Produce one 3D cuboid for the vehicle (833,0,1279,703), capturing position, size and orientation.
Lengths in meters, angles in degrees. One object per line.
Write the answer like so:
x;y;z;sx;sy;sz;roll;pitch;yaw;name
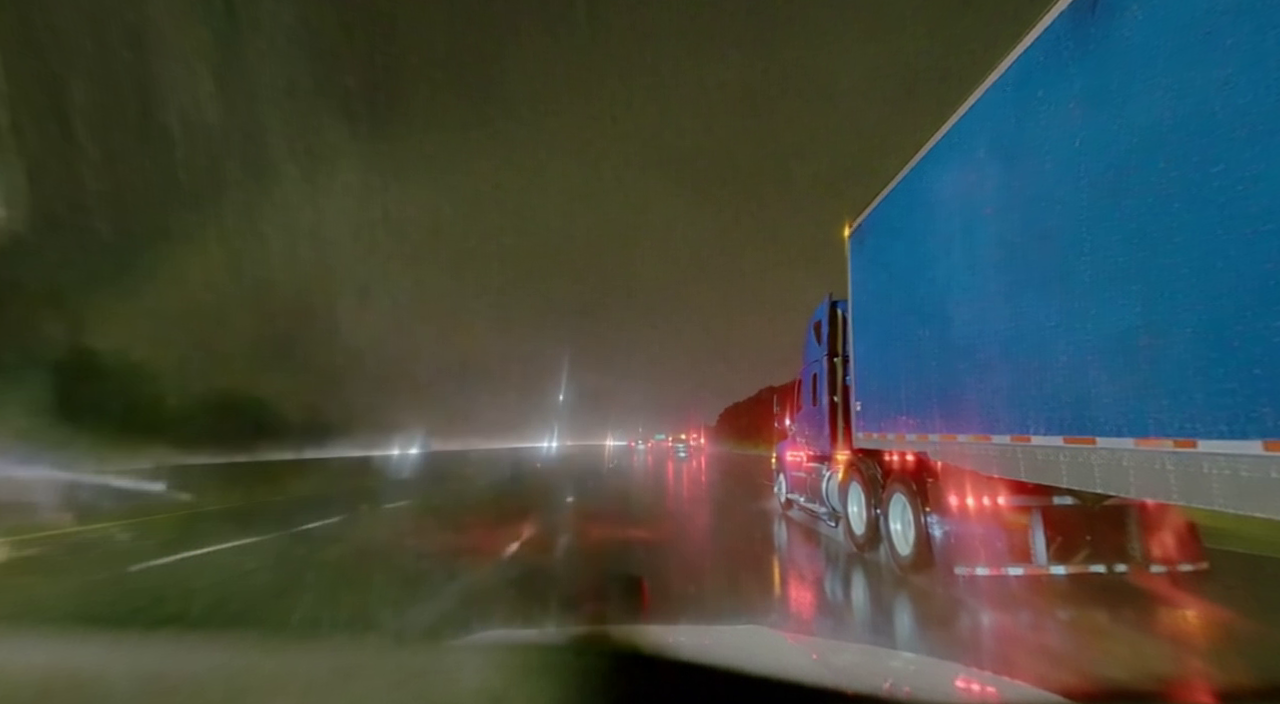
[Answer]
3.621;-0.224;2.102;3.012;3.768;8.945;0;-8;0;vehicle
